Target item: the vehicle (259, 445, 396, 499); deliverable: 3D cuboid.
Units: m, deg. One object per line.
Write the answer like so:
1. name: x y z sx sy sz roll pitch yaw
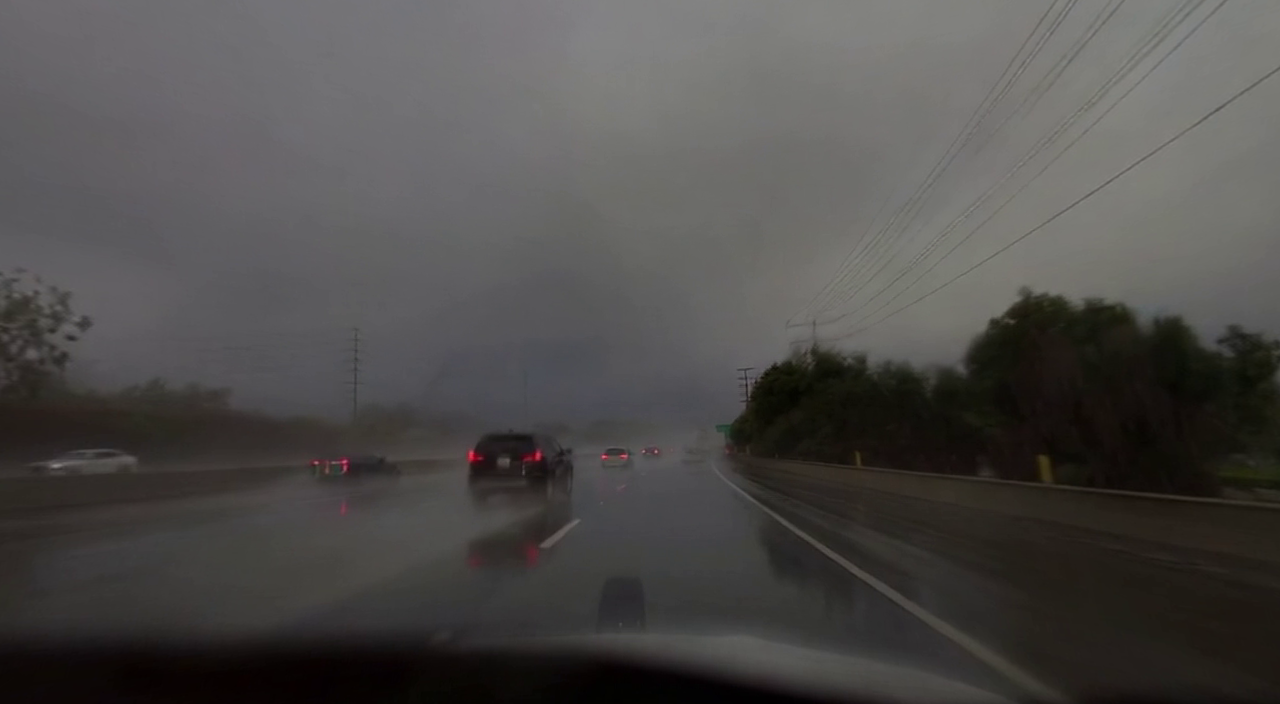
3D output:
1. vehicle: -9.858 3.790 20.326 1.954 1.517 4.378 -1 -9 3

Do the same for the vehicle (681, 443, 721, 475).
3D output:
1. vehicle: 3.349 5.883 34.847 2.038 1.677 4.219 -1 -9 5

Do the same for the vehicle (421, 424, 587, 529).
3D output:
1. vehicle: -2.588 2.549 13.541 2.202 1.801 4.959 -1 -9 3

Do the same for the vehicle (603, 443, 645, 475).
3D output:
1. vehicle: -0.852 6.133 36.289 1.976 1.688 4.124 -1 -9 5

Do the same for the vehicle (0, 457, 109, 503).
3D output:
1. vehicle: -23.177 4.791 23.917 1.841 1.523 4.494 -1 -9 4
